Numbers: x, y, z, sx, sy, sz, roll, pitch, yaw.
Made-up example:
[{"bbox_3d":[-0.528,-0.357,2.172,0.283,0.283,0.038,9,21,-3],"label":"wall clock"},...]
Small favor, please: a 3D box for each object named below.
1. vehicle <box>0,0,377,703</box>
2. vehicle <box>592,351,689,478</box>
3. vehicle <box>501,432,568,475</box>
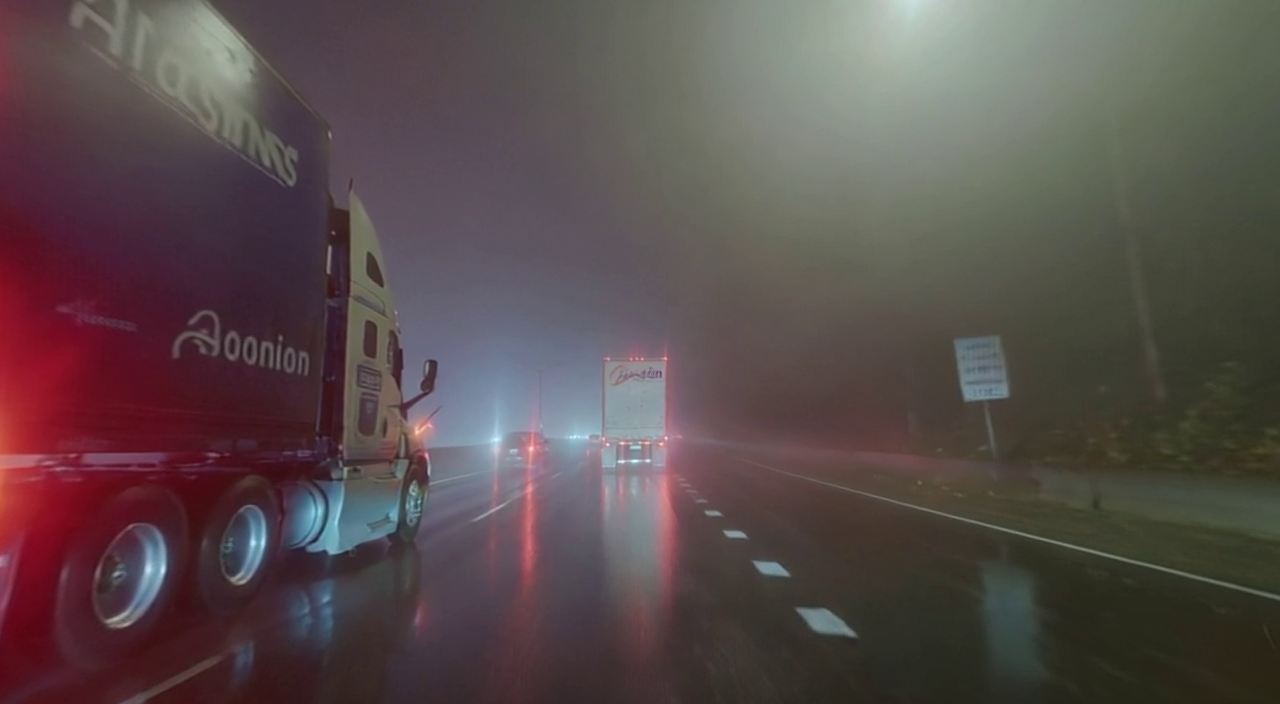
[{"bbox_3d":[-4.270,-0.159,3.715,3.007,4.031,6.044,0,-7,-3],"label":"vehicle"},{"bbox_3d":[-0.169,2.715,25.741,3.118,4.106,10.719,0,-8,-2],"label":"vehicle"},{"bbox_3d":[-3.974,3.874,24.329,1.933,1.492,3.838,0,-8,0],"label":"vehicle"}]
